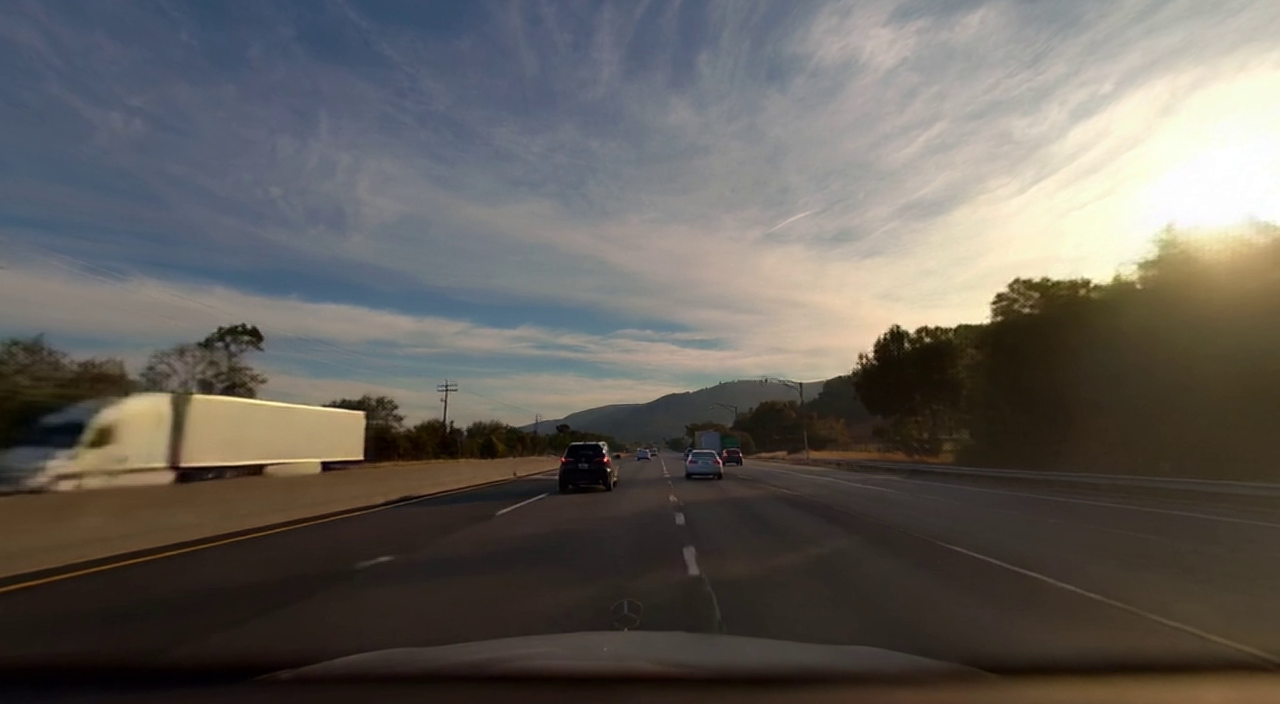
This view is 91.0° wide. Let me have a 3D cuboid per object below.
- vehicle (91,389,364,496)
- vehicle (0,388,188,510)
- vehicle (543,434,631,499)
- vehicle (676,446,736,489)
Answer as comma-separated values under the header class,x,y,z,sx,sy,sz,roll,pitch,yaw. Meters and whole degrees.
class,x,y,z,sx,sy,sz,roll,pitch,yaw
vehicle,-20.900,5.038,34.646,3.305,4.461,16.367,0,-9,3
vehicle,-21.274,3.639,23.784,3.063,3.921,6.608,0,-9,3
vehicle,-1.467,3.436,19.220,2.142,1.724,4.344,0,-9,2
vehicle,2.460,4.406,24.352,2.004,1.471,4.032,0,-9,1
